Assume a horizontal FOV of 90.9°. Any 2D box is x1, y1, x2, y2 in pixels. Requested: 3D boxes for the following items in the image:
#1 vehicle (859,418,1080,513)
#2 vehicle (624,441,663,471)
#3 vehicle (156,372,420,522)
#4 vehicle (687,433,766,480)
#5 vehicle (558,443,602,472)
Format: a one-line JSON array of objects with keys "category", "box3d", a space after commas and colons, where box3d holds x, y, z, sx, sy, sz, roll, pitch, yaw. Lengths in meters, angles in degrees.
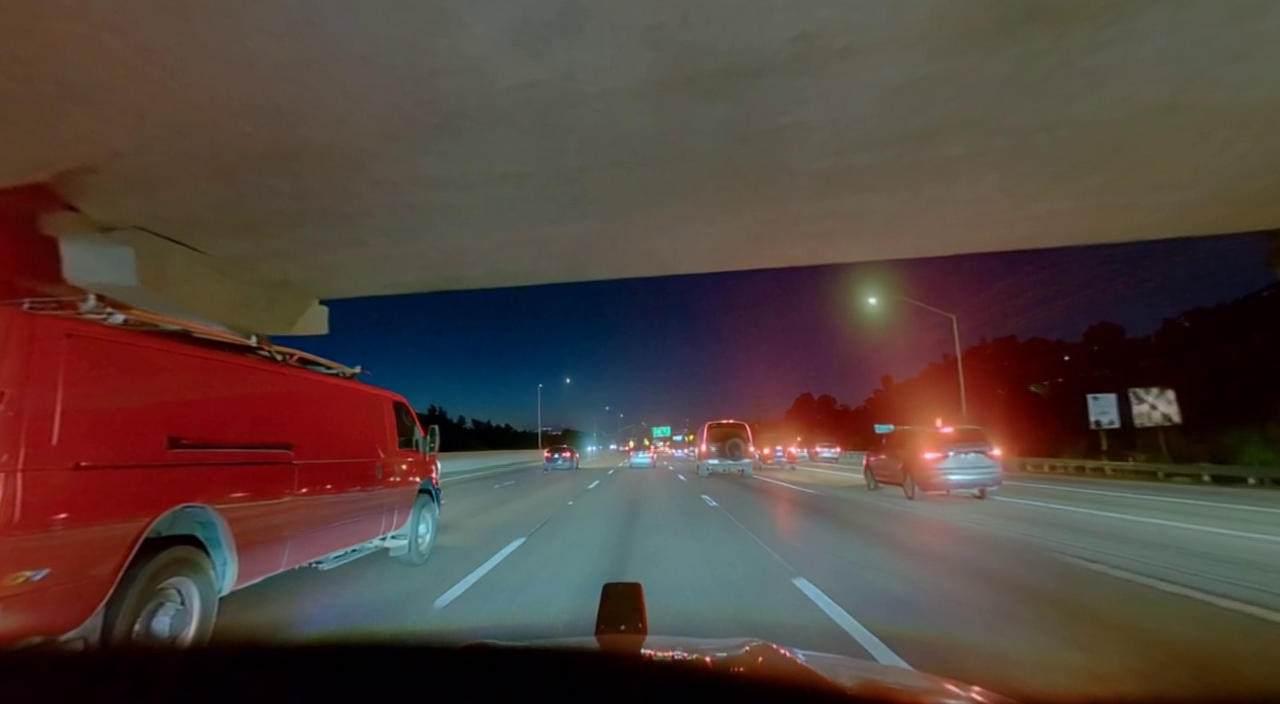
[{"category": "vehicle", "box3d": [7.482, 2.653, 15.306, 2.304, 1.840, 5.706, 0, -8, 0]}, {"category": "vehicle", "box3d": [0.189, 5.996, 36.653, 2.115, 1.617, 4.102, 0, -8, 0]}, {"category": "vehicle", "box3d": [-7.512, 2.185, 14.707, 2.336, 2.708, 6.421, 0, -8, 1]}, {"category": "vehicle", "box3d": [3.707, 4.665, 28.407, 2.777, 1.895, 5.710, 0, -8, 0]}, {"category": "vehicle", "box3d": [-3.280, 5.878, 35.384, 1.970, 1.483, 4.071, 0, -8, 2]}]
